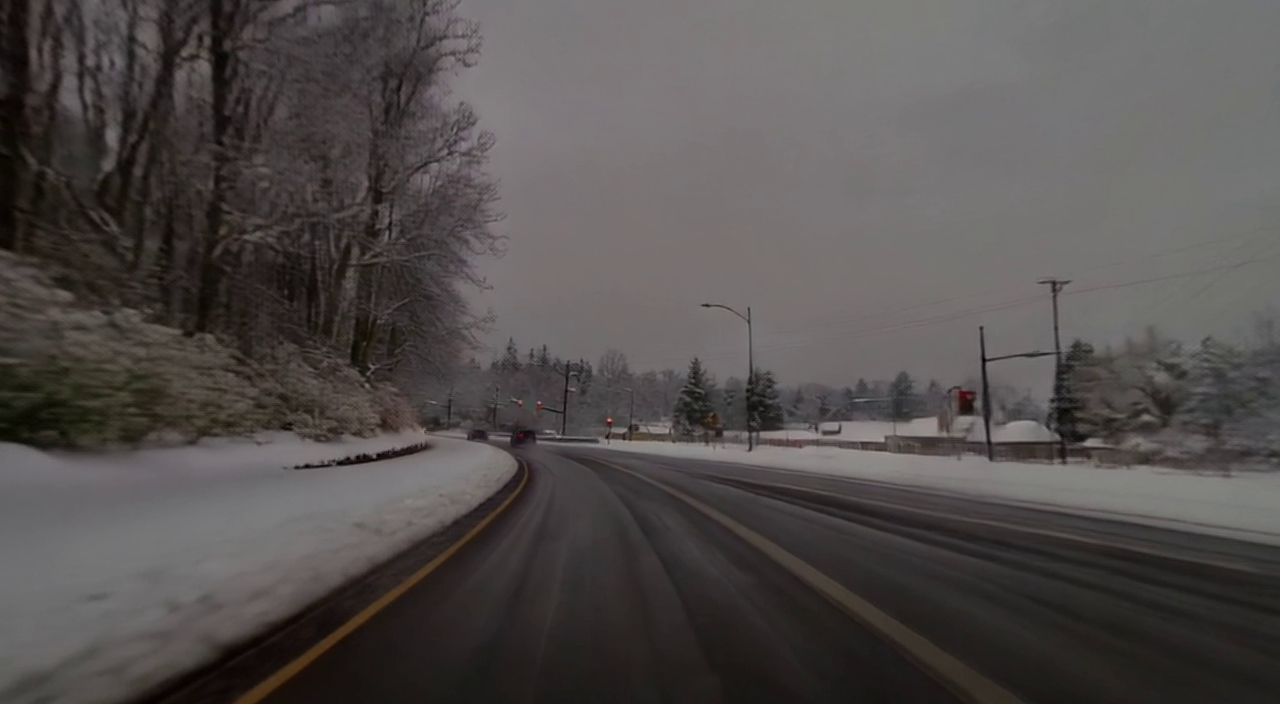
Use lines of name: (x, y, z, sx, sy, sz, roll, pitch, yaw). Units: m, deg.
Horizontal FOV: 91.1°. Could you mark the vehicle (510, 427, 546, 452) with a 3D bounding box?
vehicle: (-8.204, 6.381, 45.751, 1.947, 1.729, 4.051, 2, -9, -18)
